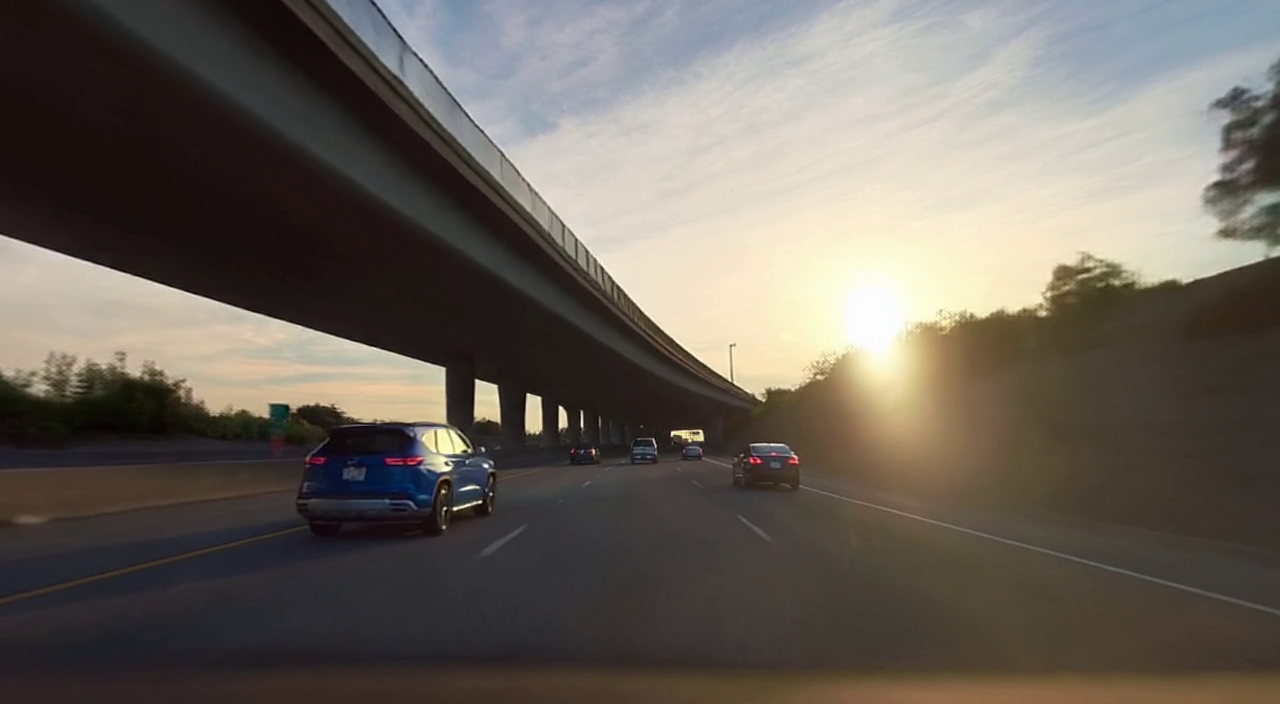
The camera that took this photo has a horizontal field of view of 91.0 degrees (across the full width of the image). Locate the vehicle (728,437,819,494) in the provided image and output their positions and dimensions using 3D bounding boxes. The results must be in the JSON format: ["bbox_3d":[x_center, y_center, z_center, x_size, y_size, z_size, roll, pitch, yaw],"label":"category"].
[{"bbox_3d":[3.948,3.413,19.244,1.959,1.554,3.795,0,-9,0],"label":"vehicle"}]

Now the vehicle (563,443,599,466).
[{"bbox_3d":[-4.063,7.100,43.845,1.994,1.475,4.171,0,-9,1],"label":"vehicle"}]

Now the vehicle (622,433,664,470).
[{"bbox_3d":[0.166,5.553,35.174,2.155,1.909,4.529,0,-8,0],"label":"vehicle"}]

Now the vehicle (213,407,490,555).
[{"bbox_3d":[-4.005,1.879,9.857,2.089,1.751,4.515,0,-9,1],"label":"vehicle"}]
